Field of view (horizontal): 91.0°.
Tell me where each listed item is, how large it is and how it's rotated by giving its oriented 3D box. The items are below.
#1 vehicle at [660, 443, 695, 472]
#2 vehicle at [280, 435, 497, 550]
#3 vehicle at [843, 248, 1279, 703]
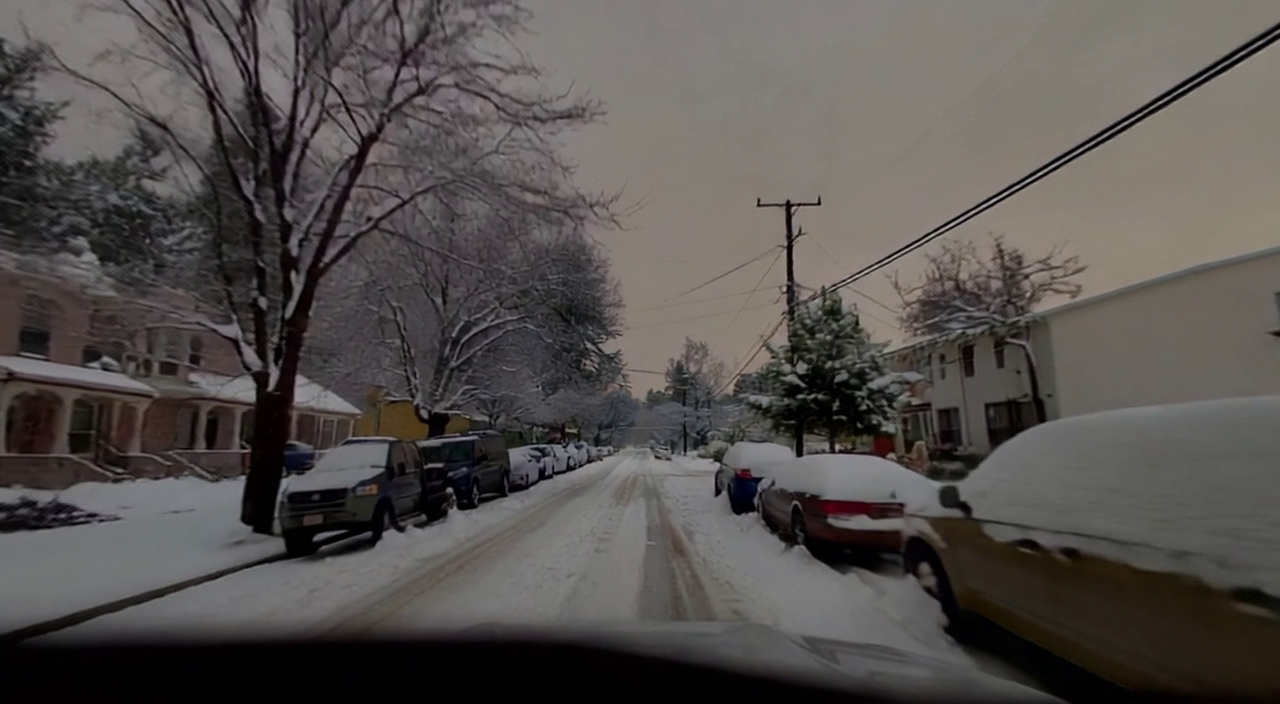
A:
[{"bbox_3d":[2.849,8.176,49.032,2.191,2.038,4.962,0,-7,-2],"label":"vehicle"},{"bbox_3d":[-4.115,2.324,11.373,1.908,1.493,4.806,4,-8,0],"label":"vehicle"},{"bbox_3d":[3.016,0.938,3.659,1.993,2.129,4.893,-1,-7,0],"label":"vehicle"}]
